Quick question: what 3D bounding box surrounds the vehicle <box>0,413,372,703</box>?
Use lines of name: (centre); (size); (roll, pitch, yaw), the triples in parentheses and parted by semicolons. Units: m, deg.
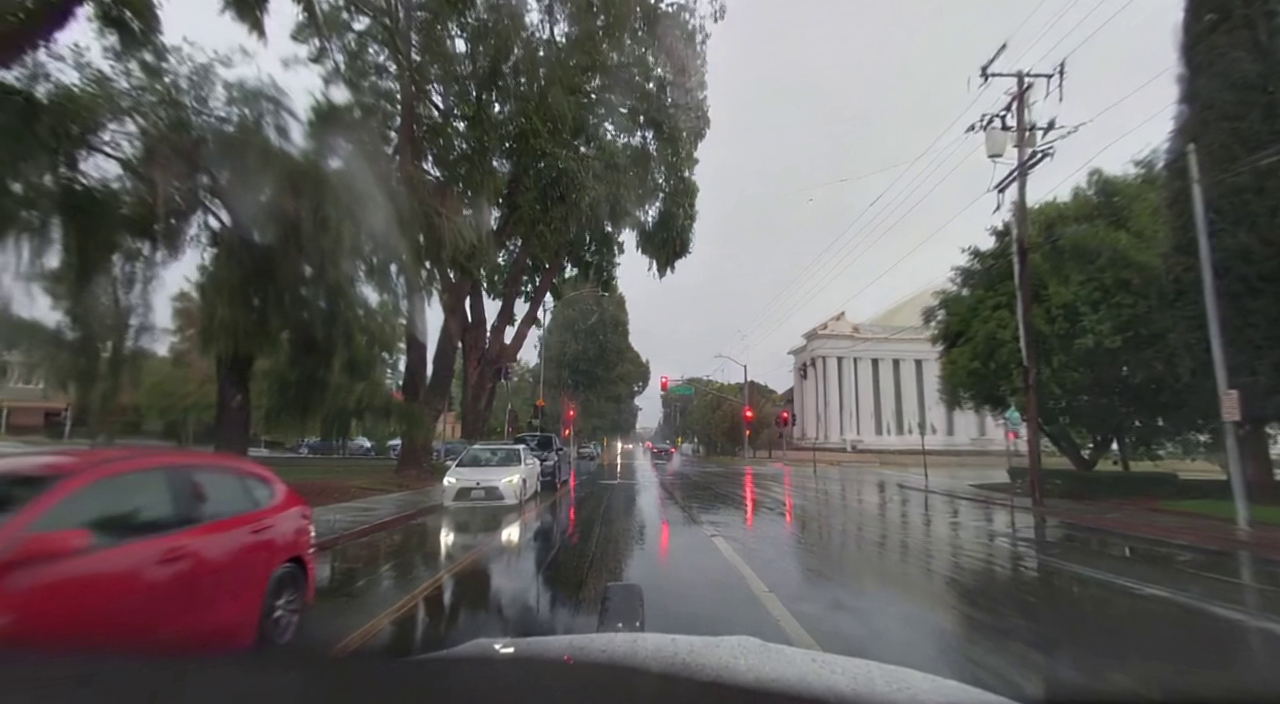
vehicle: (-3.252, 1.011, 2.474); (2.089, 1.501, 5.294); (0, -9, 0)

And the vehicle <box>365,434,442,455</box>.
vehicle: (-16.807, 6.601, 45.066); (4.718, 1.497, 2.032); (0, -9, 0)

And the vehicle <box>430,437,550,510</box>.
vehicle: (-3.511, 2.936, 15.774); (1.855, 1.534, 4.644); (0, -9, 0)
